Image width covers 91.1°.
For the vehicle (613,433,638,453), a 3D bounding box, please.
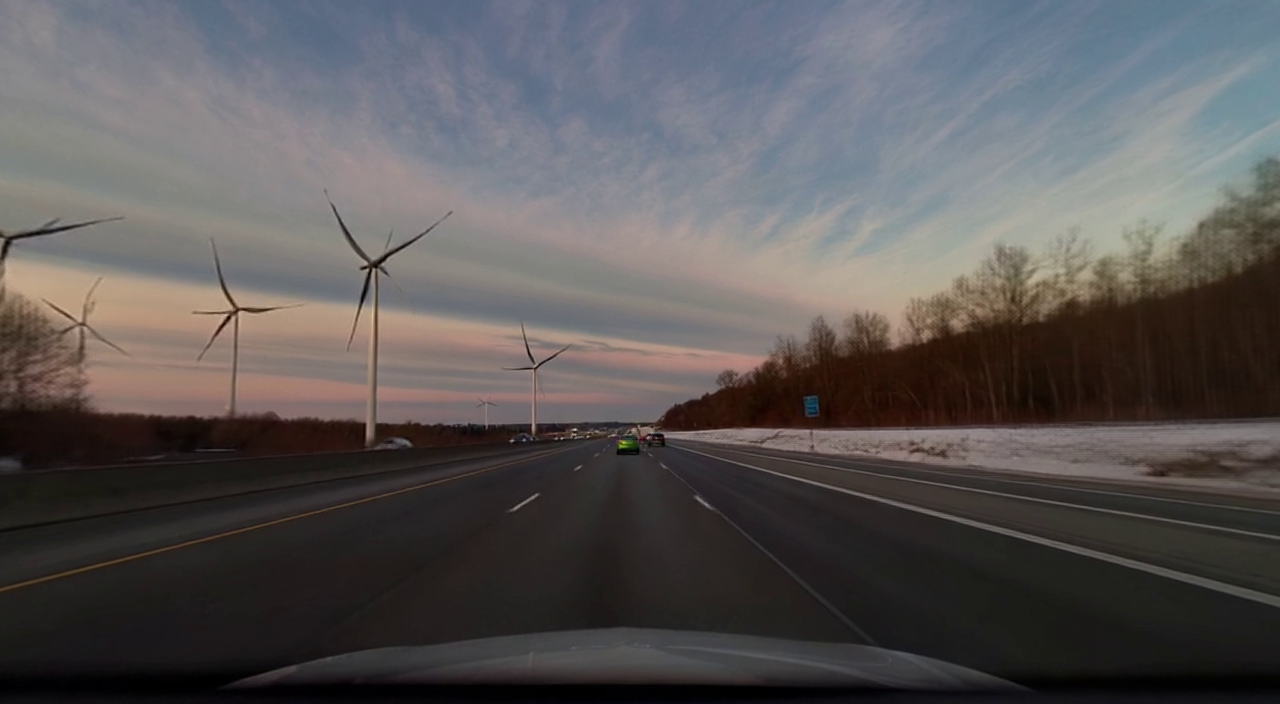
[{"bbox_3d":[-1.173,7.126,49.515,1.892,1.496,3.575,0,-8,-2],"label":"vehicle"}]
